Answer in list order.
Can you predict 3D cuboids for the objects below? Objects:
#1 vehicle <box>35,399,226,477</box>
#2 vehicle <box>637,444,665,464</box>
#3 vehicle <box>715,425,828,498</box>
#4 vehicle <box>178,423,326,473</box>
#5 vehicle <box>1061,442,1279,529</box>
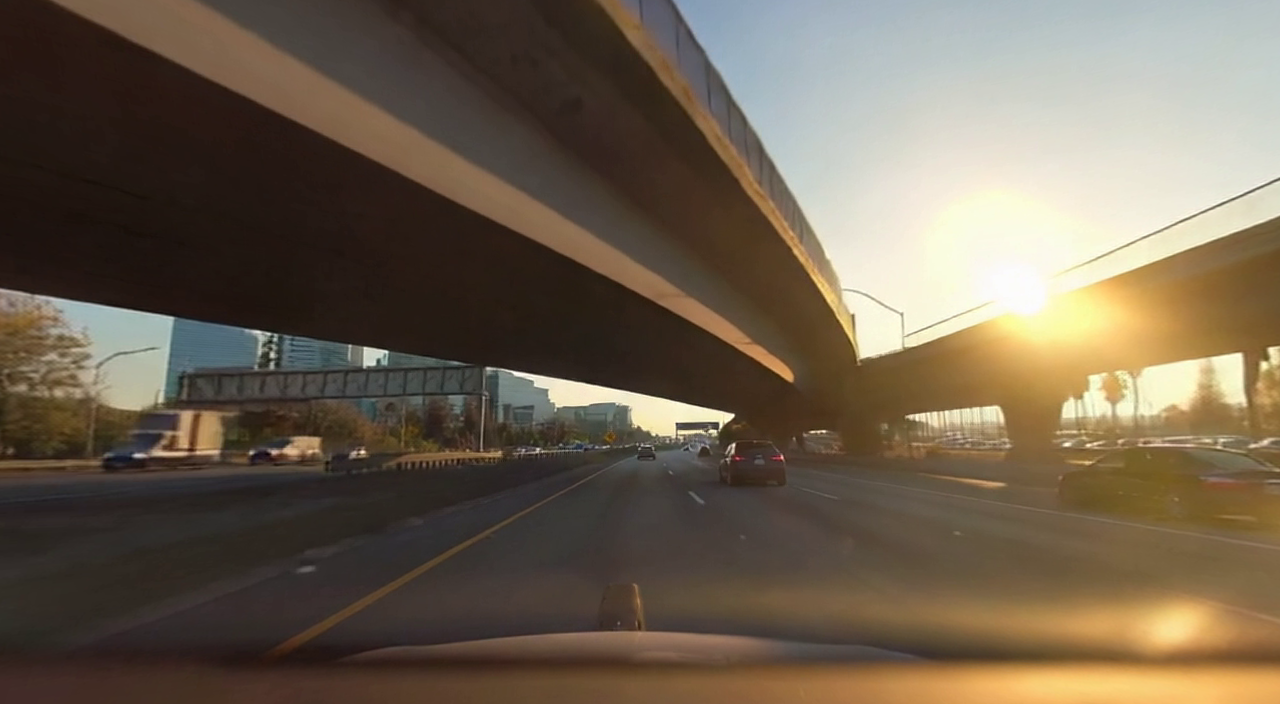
[{"bbox_3d":[-29.779,5.229,37.859,3.065,4.038,9.768,-1,-9,1],"label":"vehicle"},{"bbox_3d":[0.893,7.831,48.750,2.046,1.475,3.784,-1,-9,2],"label":"vehicle"},{"bbox_3d":[3.585,3.113,18.303,2.226,1.779,4.835,0,-9,0],"label":"vehicle"},{"bbox_3d":[-29.583,7.512,49.428,2.895,3.316,13.545,-1,-9,1],"label":"vehicle"},{"bbox_3d":[11.065,2.597,12.923,1.827,1.448,4.370,0,-9,-1],"label":"vehicle"}]
